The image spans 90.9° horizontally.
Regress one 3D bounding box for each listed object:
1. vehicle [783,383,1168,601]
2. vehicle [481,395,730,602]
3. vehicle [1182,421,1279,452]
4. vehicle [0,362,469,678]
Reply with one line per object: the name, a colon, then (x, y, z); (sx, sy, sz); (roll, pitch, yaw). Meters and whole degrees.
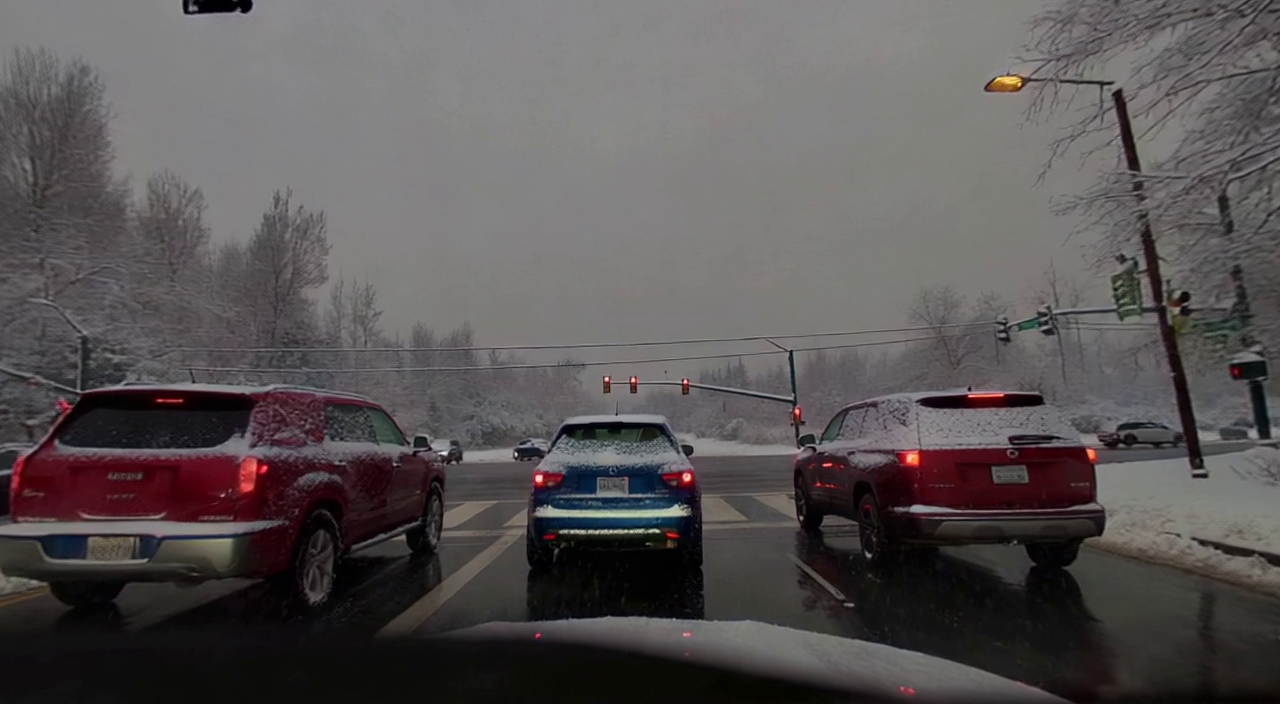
vehicle: (3.281, 1.481, 7.516); (2.083, 1.779, 4.532); (0, -8, 0)
vehicle: (-0.235, 1.512, 7.309); (2.067, 1.702, 3.987); (0, -8, 2)
vehicle: (32.808, 4.656, 34.755); (4.175, 1.634, 1.877); (1, -8, -4)
vehicle: (-3.277, 1.279, 5.901); (2.047, 1.810, 4.414); (0, -8, 1)
